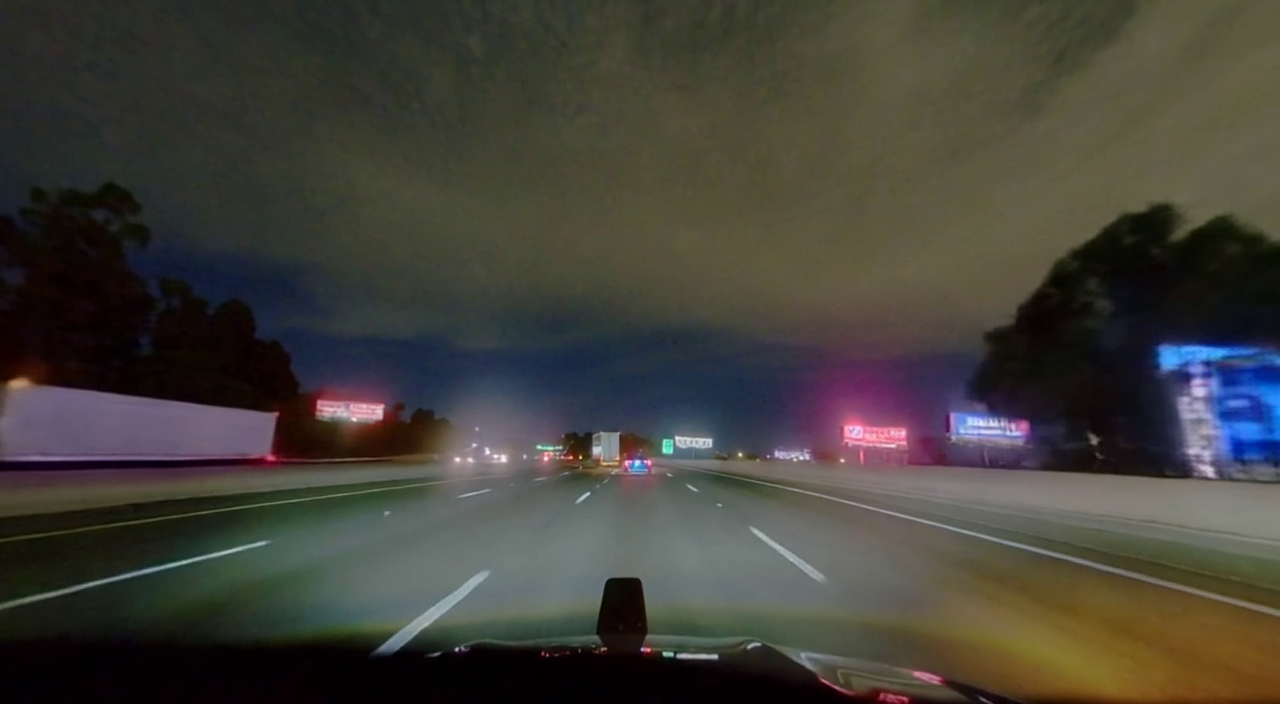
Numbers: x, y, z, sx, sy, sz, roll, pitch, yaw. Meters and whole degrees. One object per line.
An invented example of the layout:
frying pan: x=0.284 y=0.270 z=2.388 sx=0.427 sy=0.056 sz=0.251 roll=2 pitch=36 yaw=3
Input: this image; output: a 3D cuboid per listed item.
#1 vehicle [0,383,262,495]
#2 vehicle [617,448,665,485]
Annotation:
vehicle: x=-25.220 y=4.415 z=31.428 sx=2.862 sy=4.146 sz=16.304 roll=1 pitch=-9 yaw=-1
vehicle: x=0.000 y=5.237 z=29.191 sx=2.042 sy=1.528 sz=4.300 roll=1 pitch=-8 yaw=-1
